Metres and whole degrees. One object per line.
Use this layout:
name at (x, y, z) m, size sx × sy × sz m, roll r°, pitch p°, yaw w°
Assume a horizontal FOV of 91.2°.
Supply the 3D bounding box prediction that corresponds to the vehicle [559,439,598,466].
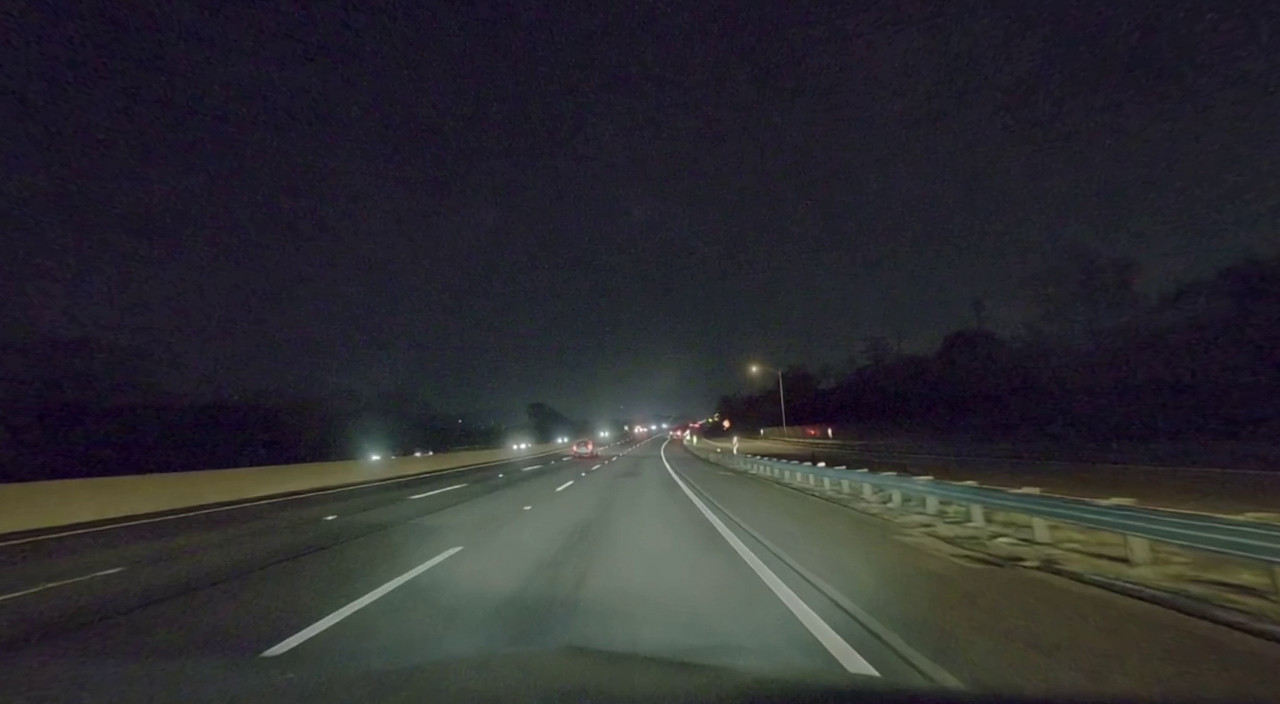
vehicle at (-3.848, 6.390, 39.954) m, size 1.998 × 1.584 × 4.005 m, roll 0°, pitch -9°, yaw 1°

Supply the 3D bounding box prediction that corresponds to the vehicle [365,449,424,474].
vehicle at (-16.272, 7.250, 41.835) m, size 1.931 × 1.542 × 4.509 m, roll -1°, pitch -9°, yaw 3°
